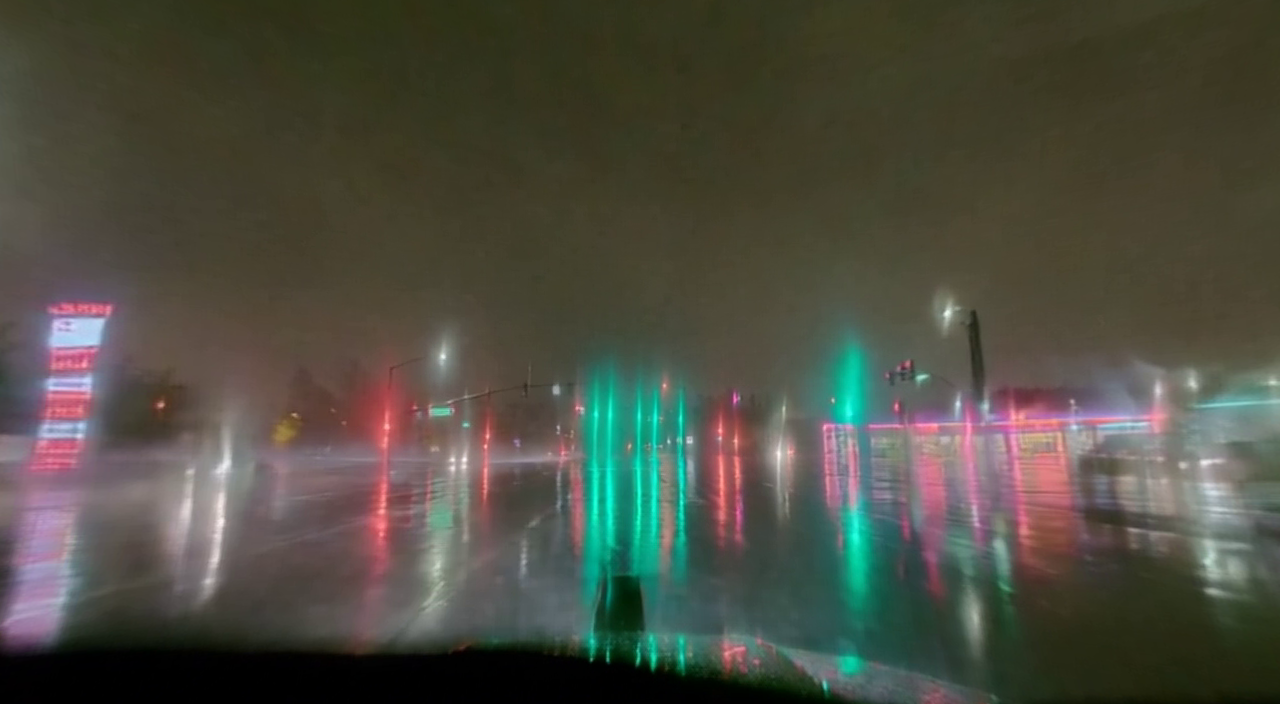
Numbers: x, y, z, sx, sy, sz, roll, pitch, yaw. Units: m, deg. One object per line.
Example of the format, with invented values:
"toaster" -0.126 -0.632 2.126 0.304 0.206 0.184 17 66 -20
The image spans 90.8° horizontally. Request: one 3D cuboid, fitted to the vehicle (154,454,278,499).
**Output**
"vehicle" -15.755 4.626 23.837 1.930 1.473 4.480 1 -9 -6
